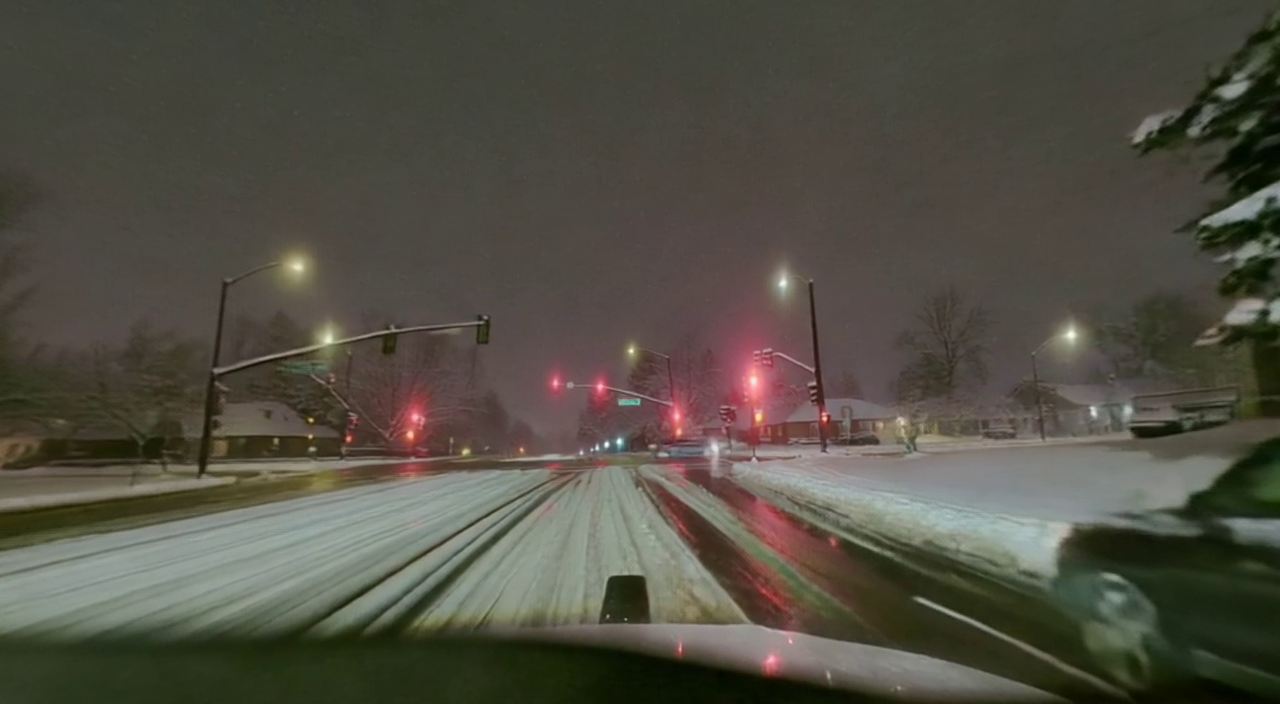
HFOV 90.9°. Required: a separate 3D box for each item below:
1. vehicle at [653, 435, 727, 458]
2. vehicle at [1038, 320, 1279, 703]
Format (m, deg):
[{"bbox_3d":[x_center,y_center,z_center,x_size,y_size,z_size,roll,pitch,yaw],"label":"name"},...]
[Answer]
[{"bbox_3d":[3.291,6.331,42.202,4.759,1.461,1.788,0,-9,-3],"label":"vehicle"},{"bbox_3d":[3.844,0.684,1.892,2.170,1.869,4.594,0,-9,-1],"label":"vehicle"}]
